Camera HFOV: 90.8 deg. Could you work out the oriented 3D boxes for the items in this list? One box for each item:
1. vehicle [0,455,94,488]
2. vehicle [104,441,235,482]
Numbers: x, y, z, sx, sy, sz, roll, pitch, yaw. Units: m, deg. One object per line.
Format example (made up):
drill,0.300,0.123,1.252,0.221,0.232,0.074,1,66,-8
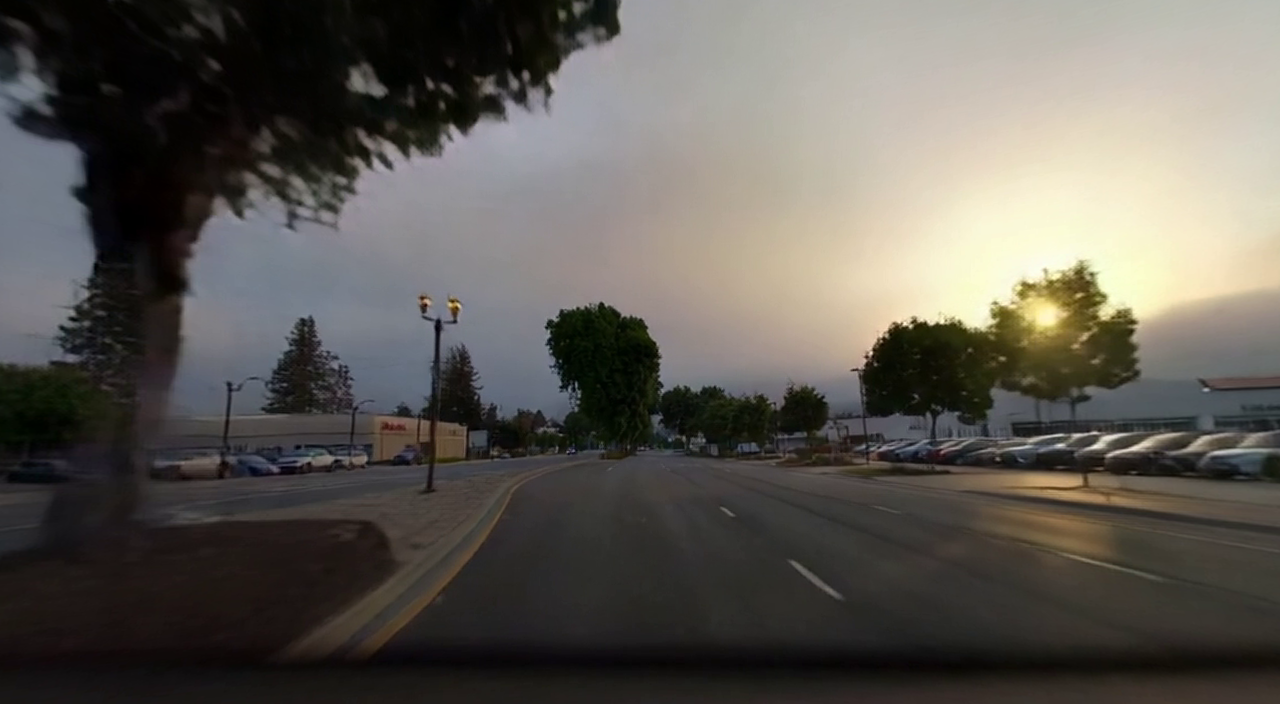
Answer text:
vehicle,-31.287,6.142,32.774,1.863,1.525,4.518,0,-9,0
vehicle,-25.446,5.941,34.313,5.442,1.851,2.152,-3,-9,1
